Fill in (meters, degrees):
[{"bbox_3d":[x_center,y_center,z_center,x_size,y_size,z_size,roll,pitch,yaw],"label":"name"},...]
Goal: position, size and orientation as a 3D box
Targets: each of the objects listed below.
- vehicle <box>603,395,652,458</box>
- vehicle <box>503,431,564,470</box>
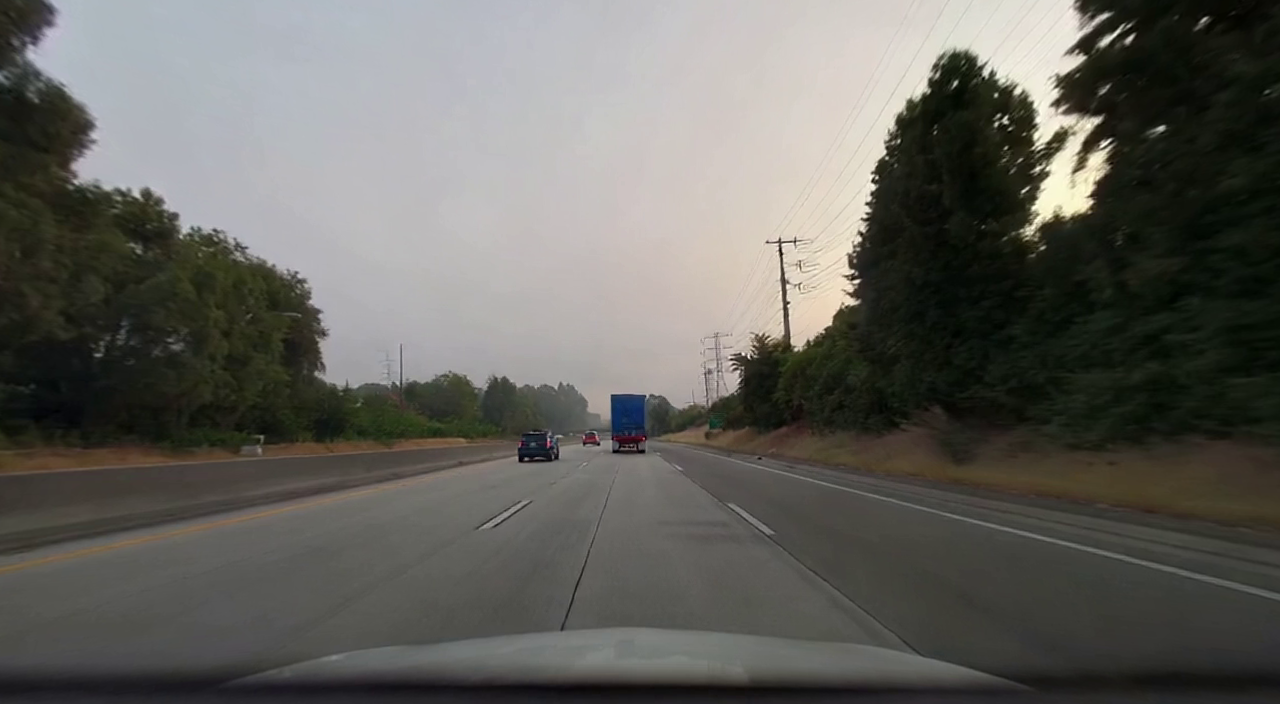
[{"bbox_3d":[-0.782,5.202,43.560,2.955,3.851,9.915,0,-8,0],"label":"vehicle"},{"bbox_3d":[-4.524,4.218,27.287,1.934,1.549,4.194,0,-8,-1],"label":"vehicle"}]
